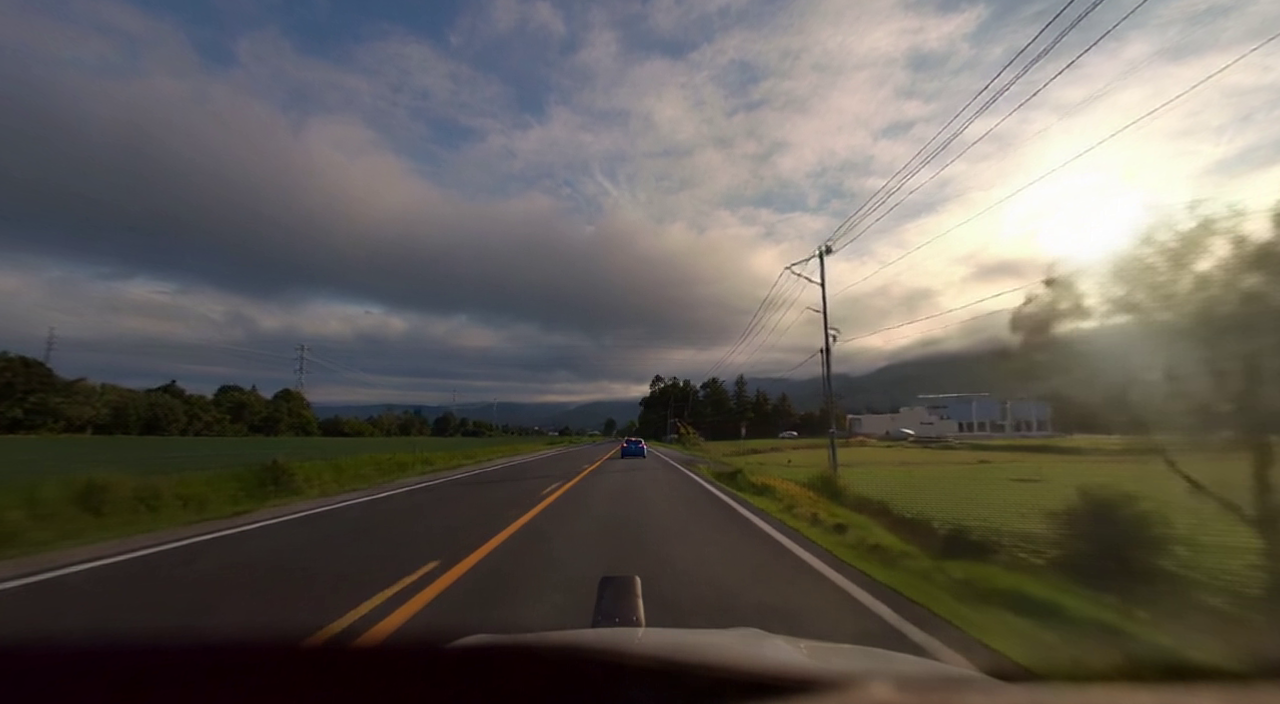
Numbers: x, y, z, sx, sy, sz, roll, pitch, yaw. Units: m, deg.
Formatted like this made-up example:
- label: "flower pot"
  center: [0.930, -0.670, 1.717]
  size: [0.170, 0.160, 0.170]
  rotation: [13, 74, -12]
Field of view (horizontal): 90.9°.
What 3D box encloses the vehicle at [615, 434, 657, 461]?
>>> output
- label: "vehicle"
  center: [-0.227, 5.391, 35.884]
  size: [2.241, 1.471, 3.829]
  rotation: [0, -8, -1]
